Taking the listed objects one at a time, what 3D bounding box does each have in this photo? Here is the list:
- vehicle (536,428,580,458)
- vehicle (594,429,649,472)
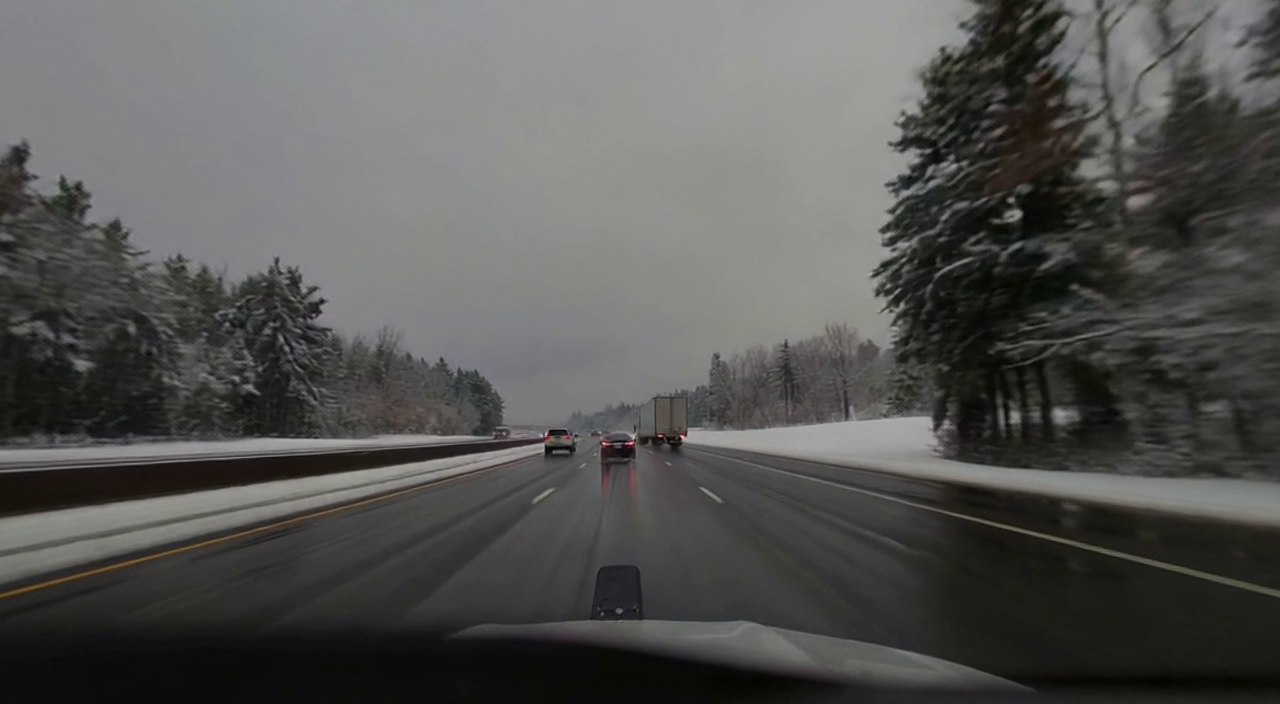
[{"bbox_3d":[-5.066,5.731,39.600,2.234,1.773,5.134,0,-8,-1],"label":"vehicle"},{"bbox_3d":[-0.733,3.904,25.174,2.048,1.563,4.087,0,-8,-1],"label":"vehicle"}]
